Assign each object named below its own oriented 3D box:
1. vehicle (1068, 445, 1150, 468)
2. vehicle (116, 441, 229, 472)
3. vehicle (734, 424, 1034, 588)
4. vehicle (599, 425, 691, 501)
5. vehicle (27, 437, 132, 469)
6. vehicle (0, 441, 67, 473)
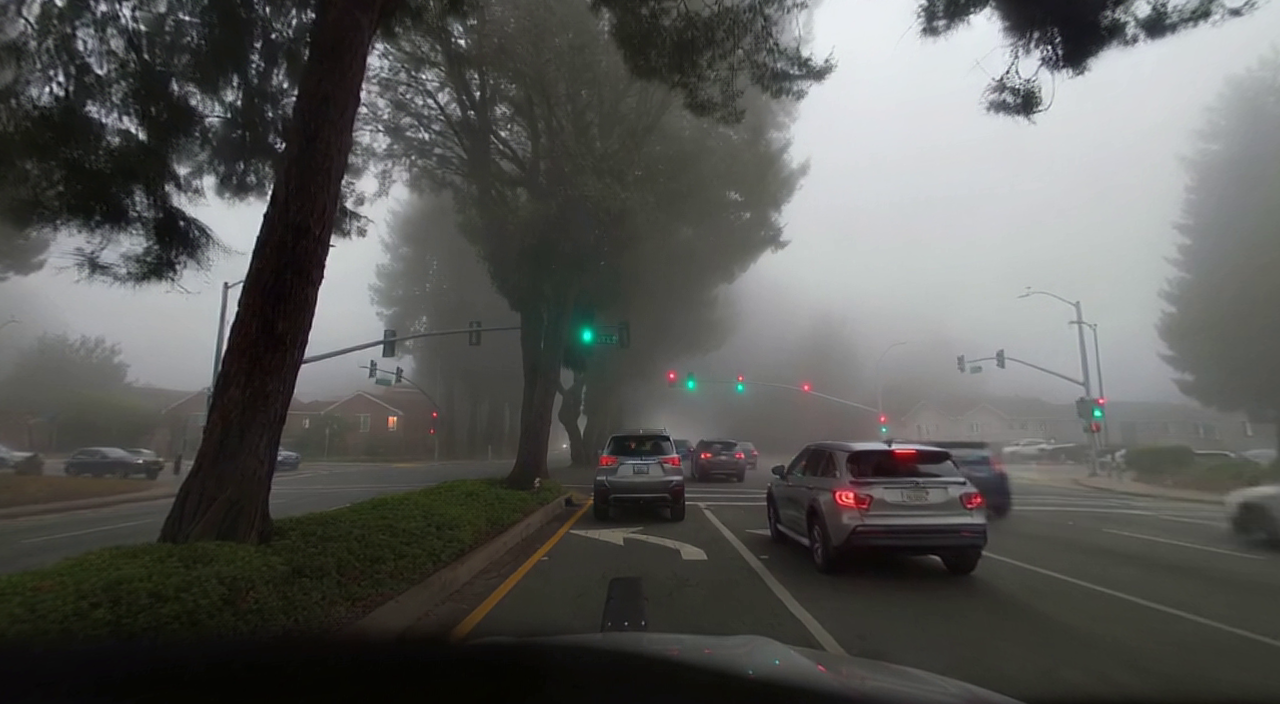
[{"bbox_3d":[33.097,7.362,44.505,4.215,1.618,1.949,0,-8,-2],"label":"vehicle"},{"bbox_3d":[-26.346,5.888,35.634,4.724,1.630,1.968,0,-8,-3],"label":"vehicle"},{"bbox_3d":[2.568,1.741,8.038,2.009,1.480,4.423,0,-8,-1],"label":"vehicle"},{"bbox_3d":[0.073,2.837,16.488,2.099,1.705,4.020,0,-8,-1],"label":"vehicle"},{"bbox_3d":[-36.856,6.630,41.531,4.771,1.778,2.032,3,-8,-3],"label":"vehicle"},{"bbox_3d":[-35.038,5.780,34.937,4.465,1.693,1.959,2,-9,-1],"label":"vehicle"}]
